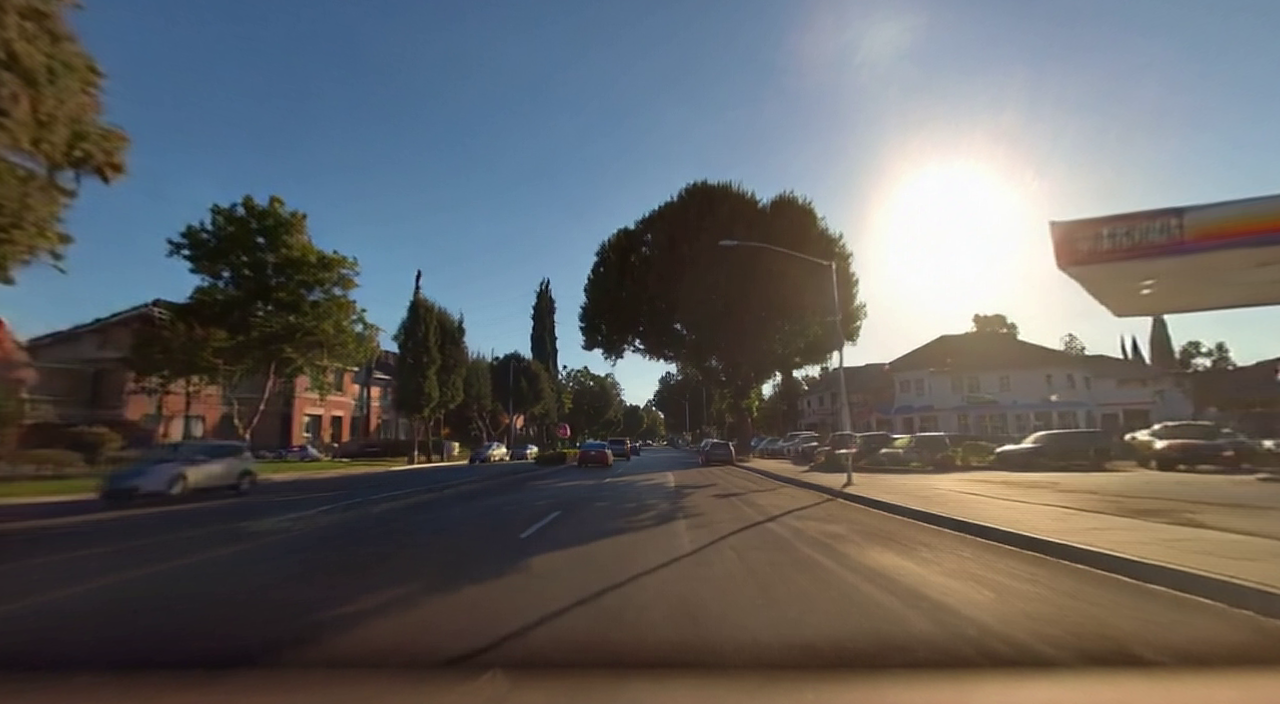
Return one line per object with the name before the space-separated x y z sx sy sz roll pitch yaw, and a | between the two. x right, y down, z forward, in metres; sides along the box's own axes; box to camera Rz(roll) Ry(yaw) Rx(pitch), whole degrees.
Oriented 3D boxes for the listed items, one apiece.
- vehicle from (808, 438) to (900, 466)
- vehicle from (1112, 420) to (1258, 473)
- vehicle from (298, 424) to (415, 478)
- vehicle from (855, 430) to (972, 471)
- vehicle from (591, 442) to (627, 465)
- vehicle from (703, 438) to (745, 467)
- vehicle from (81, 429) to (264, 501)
vehicle | 11.695 5.493 34.661 4.328 1.455 1.884 0 -9 2
vehicle | 21.345 3.767 24.994 2.060 1.865 4.542 -1 -9 7
vehicle | -18.227 6.475 41.512 2.953 3.076 9.336 -1 -9 3
vehicle | 12.509 4.532 29.039 4.454 1.776 1.891 0 -9 1
vehicle | -1.945 6.582 40.869 1.959 1.406 4.272 0 -9 2
vehicle | 5.289 6.404 40.201 2.179 1.709 4.512 0 -9 2
vehicle | -14.564 3.533 20.096 2.060 2.017 4.660 -1 -9 2
